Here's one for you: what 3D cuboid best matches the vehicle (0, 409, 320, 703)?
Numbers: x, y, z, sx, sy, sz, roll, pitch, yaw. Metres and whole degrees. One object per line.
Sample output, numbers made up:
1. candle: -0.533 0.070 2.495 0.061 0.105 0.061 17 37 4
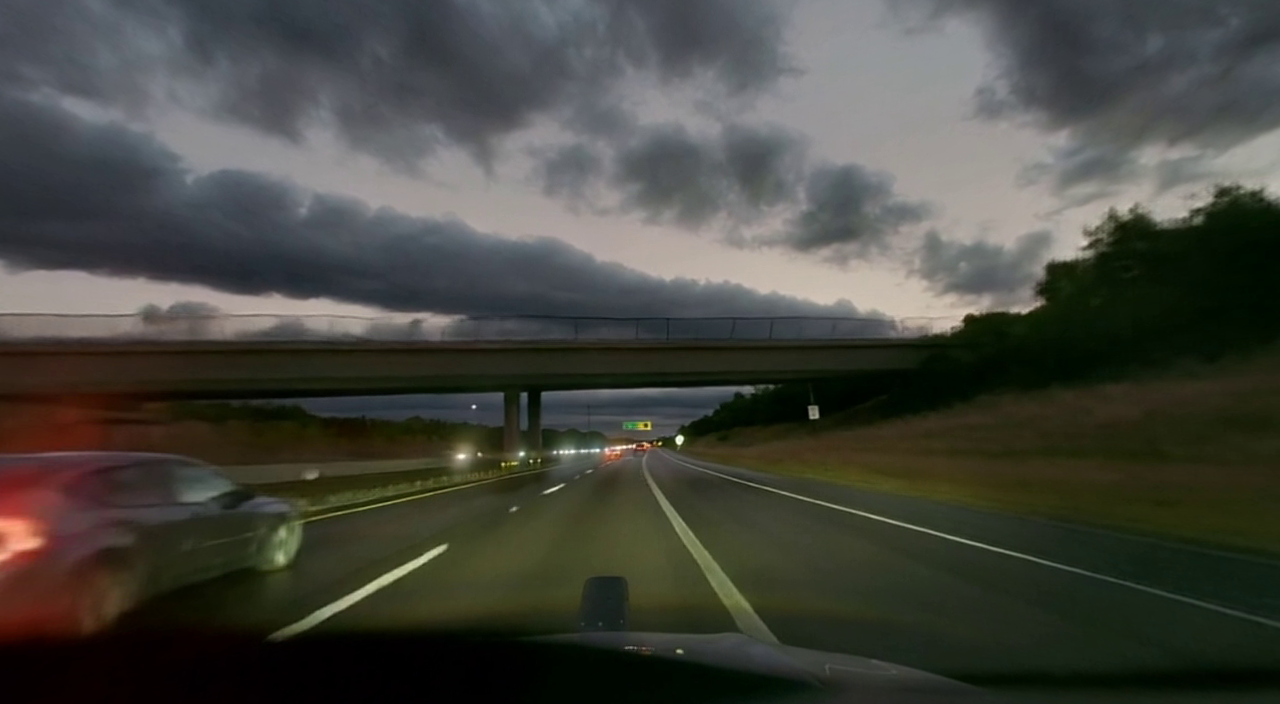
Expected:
1. vehicle: -4.377 1.268 4.529 2.055 1.535 4.073 0 -9 -1
